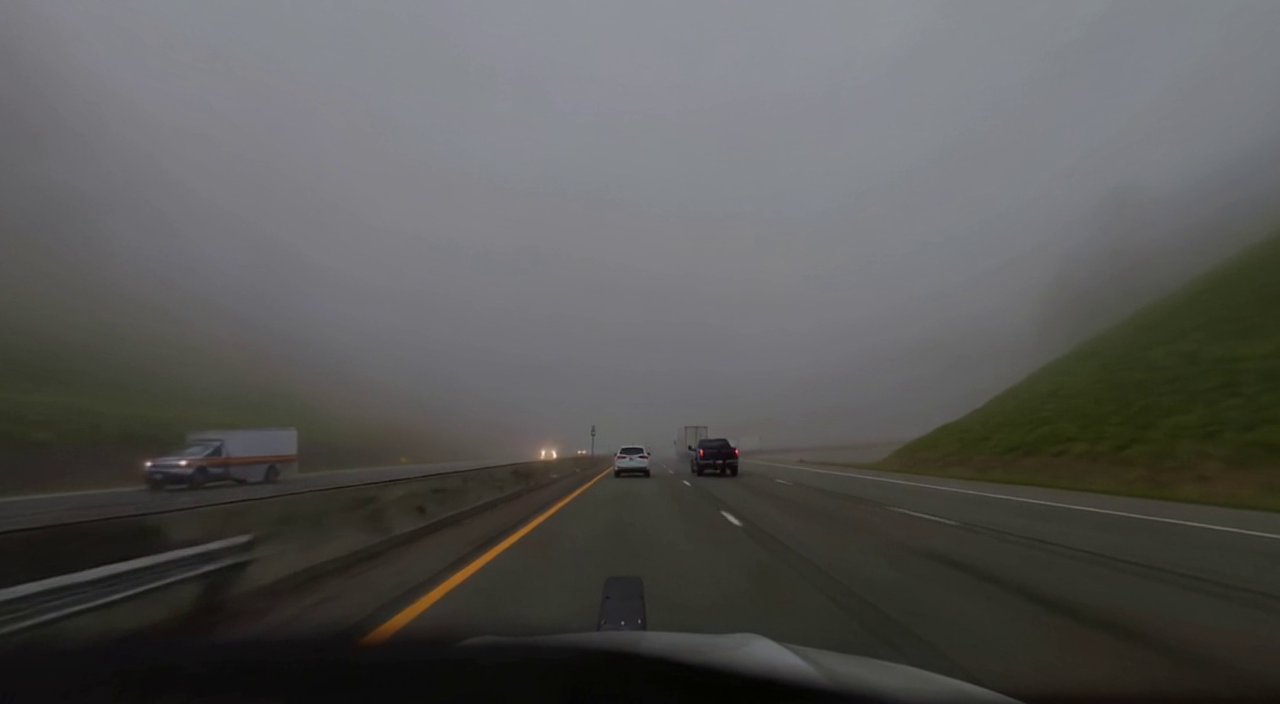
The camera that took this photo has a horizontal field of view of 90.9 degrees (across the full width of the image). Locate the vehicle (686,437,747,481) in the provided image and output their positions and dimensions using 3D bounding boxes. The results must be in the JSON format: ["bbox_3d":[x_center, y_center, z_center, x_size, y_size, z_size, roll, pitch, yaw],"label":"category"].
[{"bbox_3d":[3.182,4.585,27.196,2.048,1.704,4.284,0,-9,-1],"label":"vehicle"}]

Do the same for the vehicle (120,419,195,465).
[{"bbox_3d":[-35.311,6.603,46.241,2.857,3.275,3.008,0,-9,2],"label":"vehicle"}]

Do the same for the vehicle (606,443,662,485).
[{"bbox_3d":[-0.227,4.223,23.929,1.970,1.441,3.846,0,-9,-1],"label":"vehicle"}]
